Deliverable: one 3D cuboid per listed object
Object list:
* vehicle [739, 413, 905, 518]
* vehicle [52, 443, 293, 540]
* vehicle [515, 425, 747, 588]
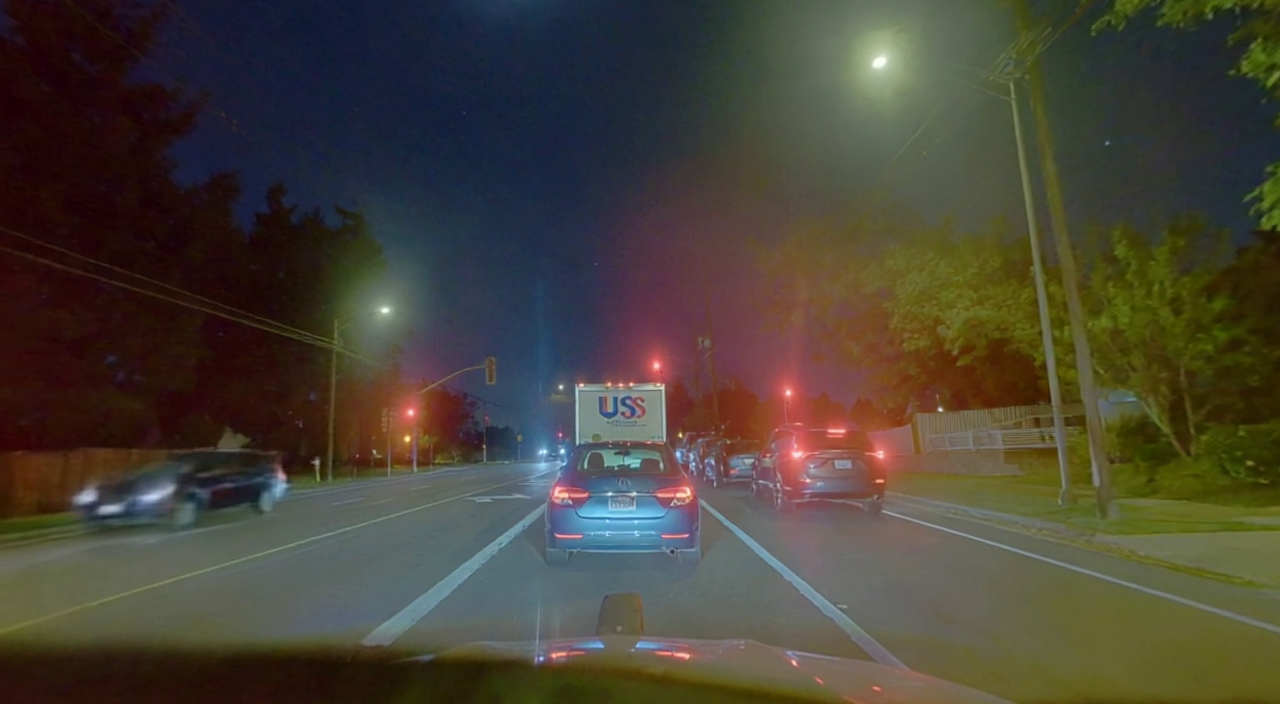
[{"bbox_3d":[3.595,2.346,13.526,2.145,1.847,4.524,0,-8,-1],"label":"vehicle"},{"bbox_3d":[-9.725,2.854,13.719,1.857,1.682,4.393,-2,-8,0],"label":"vehicle"},{"bbox_3d":[-0.137,1.732,7.986,2.135,1.483,4.207,0,-8,-2],"label":"vehicle"}]
